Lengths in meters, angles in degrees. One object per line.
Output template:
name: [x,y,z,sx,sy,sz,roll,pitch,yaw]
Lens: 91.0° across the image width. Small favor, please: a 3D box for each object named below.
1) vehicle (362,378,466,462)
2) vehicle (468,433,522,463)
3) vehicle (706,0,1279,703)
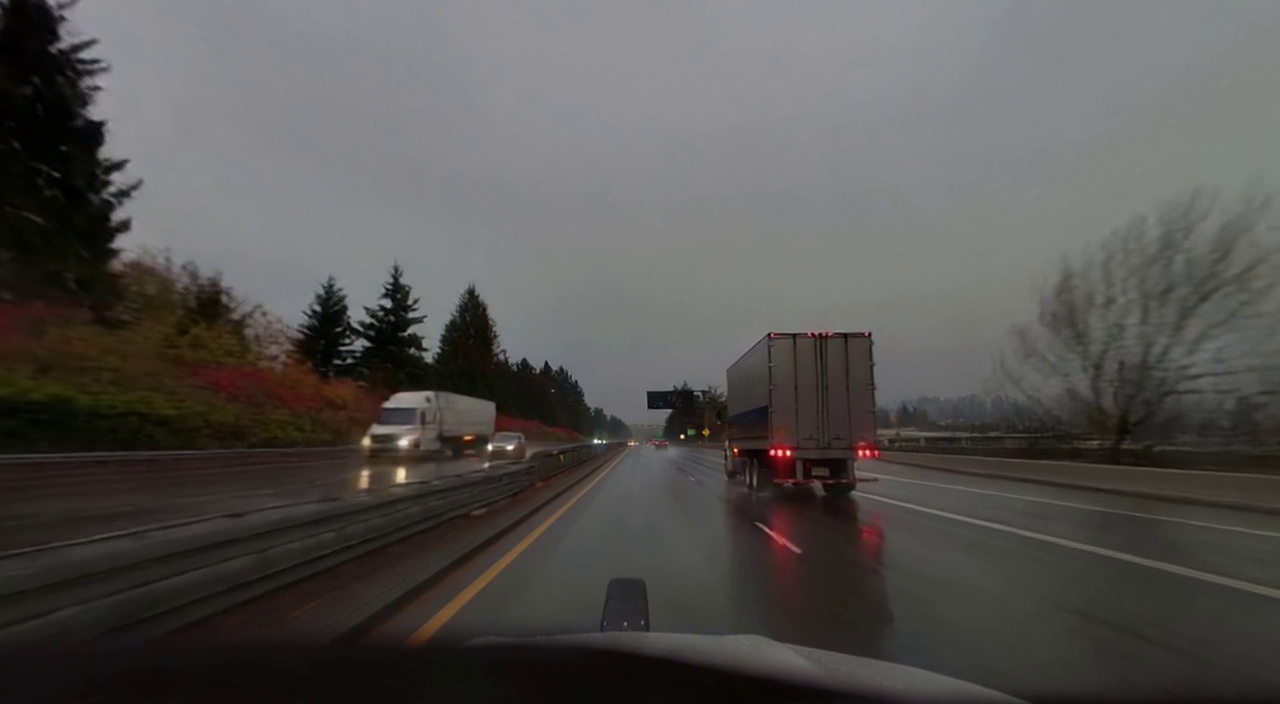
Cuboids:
vehicle: [-11.614,3.688,33.016,2.971,3.993,5.994,0,-8,1]
vehicle: [-7.741,5.151,33.958,1.915,1.514,3.866,0,-8,1]
vehicle: [3.666,0.618,10.346,3.691,4.331,13.909,0,-8,0]
